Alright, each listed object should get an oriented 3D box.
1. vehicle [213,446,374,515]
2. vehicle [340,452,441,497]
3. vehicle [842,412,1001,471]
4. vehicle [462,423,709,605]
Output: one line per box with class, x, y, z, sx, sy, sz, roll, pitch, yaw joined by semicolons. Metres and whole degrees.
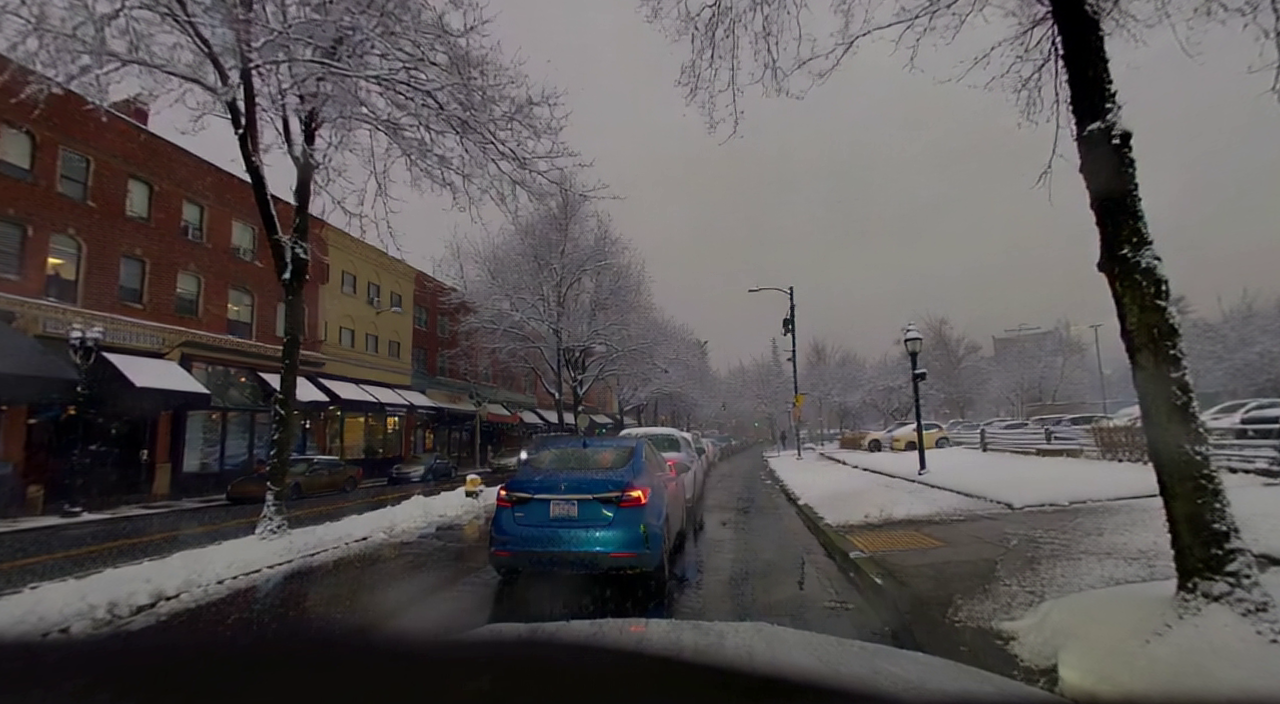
vehicle;-11.006;4.067;20.589;2.081;1.718;5.342;-6;-9;3
vehicle;-10.256;5.030;26.280;1.826;1.432;4.556;-7;-9;8
vehicle;9.010;2.828;20.220;4.558;1.528;1.915;0;-8;-23
vehicle;-0.273;1.635;7.295;1.939;1.478;3.922;-2;-8;9
